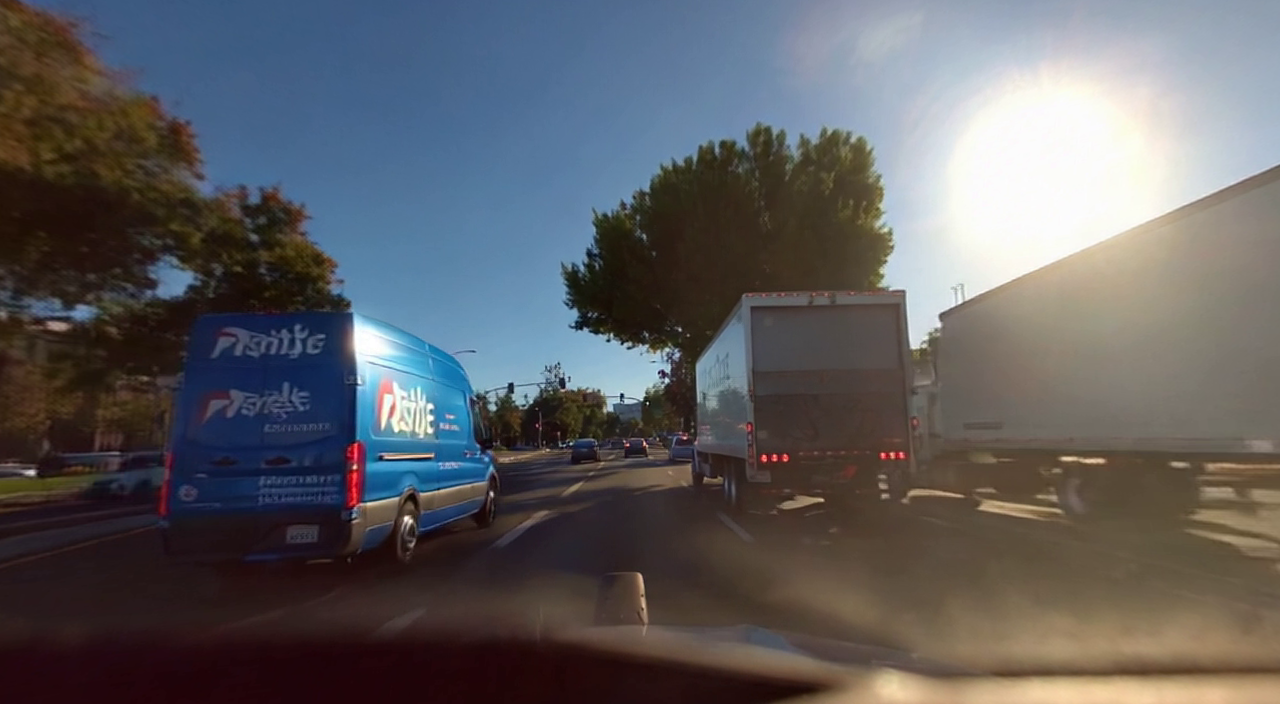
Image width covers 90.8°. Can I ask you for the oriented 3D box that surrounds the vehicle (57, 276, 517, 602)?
[{"bbox_3d":[-3.606,1.191,8.674,2.443,2.784,6.493,0,-9,1],"label":"vehicle"}]

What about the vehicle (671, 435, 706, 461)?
[{"bbox_3d":[3.083,6.181,40.669,1.869,1.616,4.346,0,-9,0],"label":"vehicle"}]

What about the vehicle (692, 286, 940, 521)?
[{"bbox_3d":[3.005,1.468,14.415,2.861,3.525,9.858,0,-9,0],"label":"vehicle"}]

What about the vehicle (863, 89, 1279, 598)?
[{"bbox_3d":[6.837,0.067,6.277,2.926,4.221,16.975,-1,-9,0],"label":"vehicle"}]

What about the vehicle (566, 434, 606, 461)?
[{"bbox_3d":[-3.768,6.798,44.825,2.356,1.766,5.674,0,-9,0],"label":"vehicle"}]
